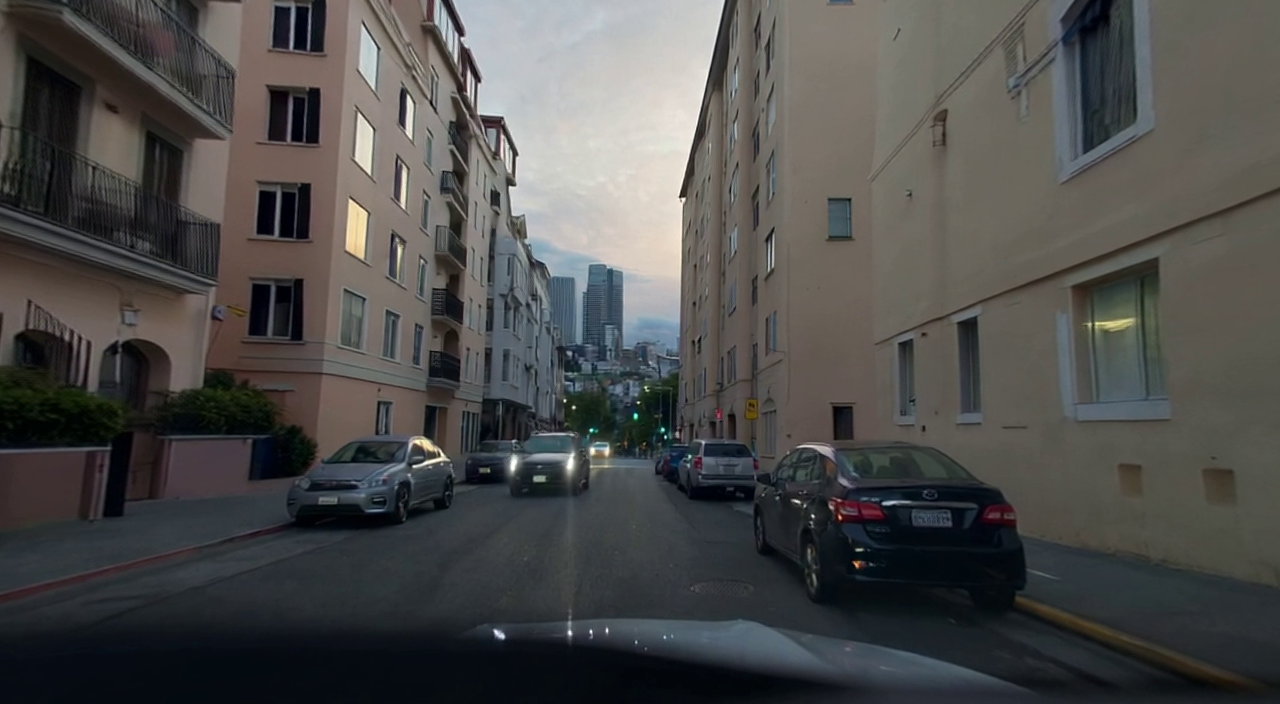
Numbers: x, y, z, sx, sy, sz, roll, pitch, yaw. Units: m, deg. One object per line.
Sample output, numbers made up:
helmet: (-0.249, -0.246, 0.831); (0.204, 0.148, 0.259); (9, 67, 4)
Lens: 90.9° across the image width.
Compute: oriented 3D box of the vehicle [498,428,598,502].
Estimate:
vehicle: (-2.065, 2.626, 15.078); (1.845, 1.544, 3.388); (0, -8, 1)

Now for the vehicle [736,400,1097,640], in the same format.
vehicle: (2.266, 1.454, 6.487); (1.839, 1.678, 3.918); (0, -8, -2)

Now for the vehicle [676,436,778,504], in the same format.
vehicle: (2.005, 2.838, 15.757); (1.786, 1.447, 4.314); (0, -8, -2)

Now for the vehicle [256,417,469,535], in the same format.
vehicle: (-4.540, 2.125, 11.198); (1.883, 1.499, 4.426); (6, -10, -3)
